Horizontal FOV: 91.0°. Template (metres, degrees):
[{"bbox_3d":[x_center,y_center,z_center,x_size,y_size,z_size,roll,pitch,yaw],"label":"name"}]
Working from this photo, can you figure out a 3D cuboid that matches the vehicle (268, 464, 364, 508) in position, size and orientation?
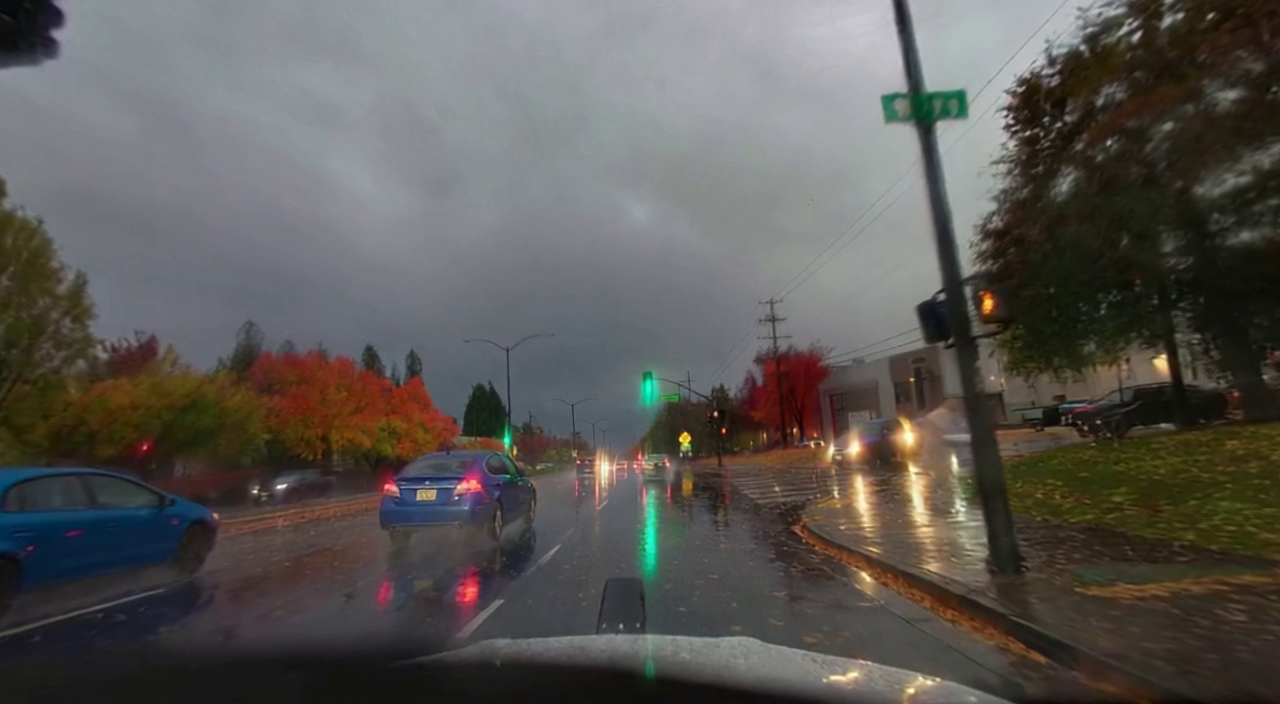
[{"bbox_3d":[-15.353,6.335,30.169,2.012,1.787,4.557,0,-9,2],"label":"vehicle"}]

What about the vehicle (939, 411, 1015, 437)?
[{"bbox_3d":[23.291,5.062,43.746,1.906,1.621,4.563,3,-9,-16],"label":"vehicle"}]

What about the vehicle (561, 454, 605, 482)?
[{"bbox_3d":[-3.376,6.932,37.919,2.068,1.482,4.490,0,-9,2],"label":"vehicle"}]

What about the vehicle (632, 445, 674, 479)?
[{"bbox_3d":[0.656,5.871,33.864,2.144,1.704,4.028,0,-9,0],"label":"vehicle"}]

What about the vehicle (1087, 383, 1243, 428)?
[{"bbox_3d":[22.158,2.291,26.735,4.625,1.760,2.065,0,-9,3],"label":"vehicle"}]

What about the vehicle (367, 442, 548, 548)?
[{"bbox_3d":[-3.279,2.648,12.448,2.085,1.663,4.513,0,-9,2],"label":"vehicle"}]

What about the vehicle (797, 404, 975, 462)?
[{"bbox_3d":[10.227,3.462,26.623,6.464,2.280,2.483,1,-9,-4],"label":"vehicle"}]

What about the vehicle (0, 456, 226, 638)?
[{"bbox_3d":[-6.764,1.917,6.542,1.932,1.596,4.247,0,-9,1],"label":"vehicle"}]
